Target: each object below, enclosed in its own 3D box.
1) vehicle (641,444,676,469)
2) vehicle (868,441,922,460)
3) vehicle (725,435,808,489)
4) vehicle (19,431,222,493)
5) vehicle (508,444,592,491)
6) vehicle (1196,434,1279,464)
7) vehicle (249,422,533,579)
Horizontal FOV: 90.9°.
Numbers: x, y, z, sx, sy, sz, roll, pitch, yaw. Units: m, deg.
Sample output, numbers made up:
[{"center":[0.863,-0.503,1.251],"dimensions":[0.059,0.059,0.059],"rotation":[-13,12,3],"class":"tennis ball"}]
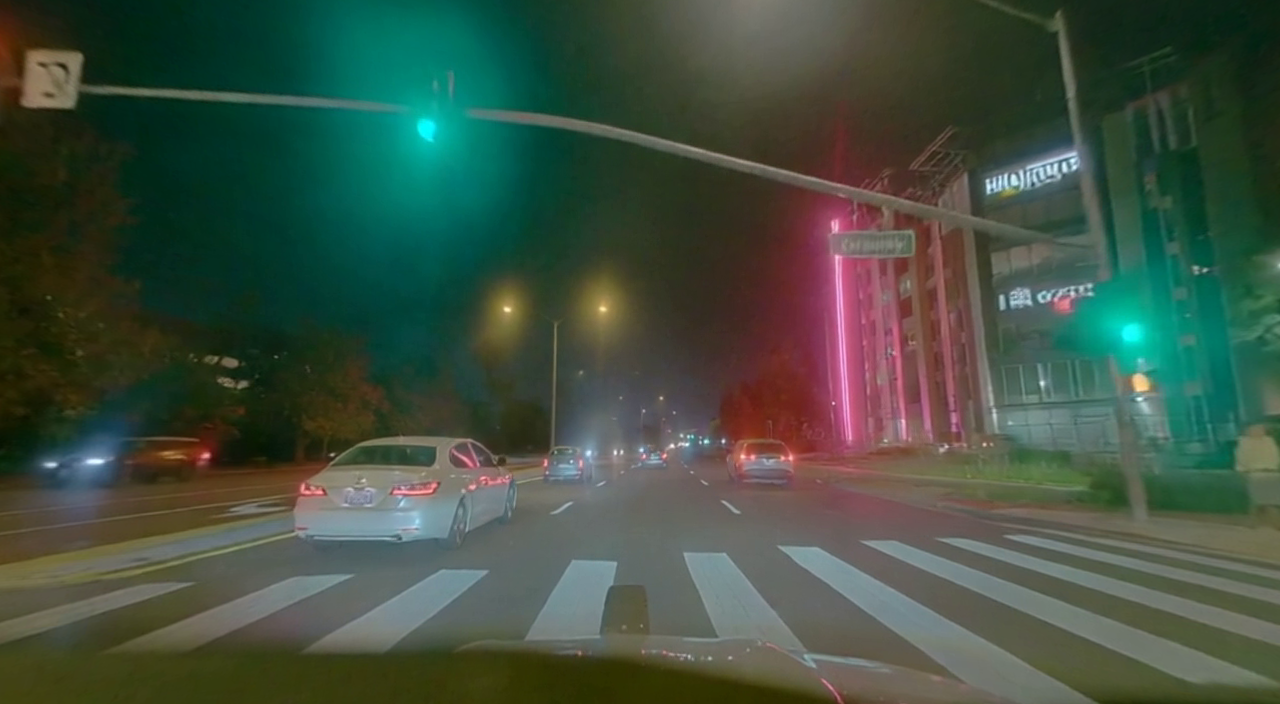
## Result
[{"center":[1.228,6.678,40.428],"dimensions":[2.164,1.477,3.988],"rotation":[-1,-8,3],"class":"vehicle"},{"center":[19.307,7.448,47.717],"dimensions":[3.368,1.389,1.595],"rotation":[0,-8,-7],"class":"vehicle"},{"center":[4.275,3.788,22.035],"dimensions":[2.103,1.699,4.171],"rotation":[-1,-8,1],"class":"vehicle"},{"center":[-18.975,4.035,23.605],"dimensions":[2.359,1.973,5.881],"rotation":[-1,-8,3],"class":"vehicle"},{"center":[-2.964,3.900,21.687],"dimensions":[1.980,1.454,4.226],"rotation":[-1,-8,4],"class":"vehicle"},{"center":[32.112,5.076,33.055],"dimensions":[1.842,1.448,4.443],"rotation":[-1,-8,1],"class":"vehicle"},{"center":[-2.918,1.846,8.705],"dimensions":[2.118,1.568,4.436],"rotation":[0,-8,0],"class":"vehicle"}]
